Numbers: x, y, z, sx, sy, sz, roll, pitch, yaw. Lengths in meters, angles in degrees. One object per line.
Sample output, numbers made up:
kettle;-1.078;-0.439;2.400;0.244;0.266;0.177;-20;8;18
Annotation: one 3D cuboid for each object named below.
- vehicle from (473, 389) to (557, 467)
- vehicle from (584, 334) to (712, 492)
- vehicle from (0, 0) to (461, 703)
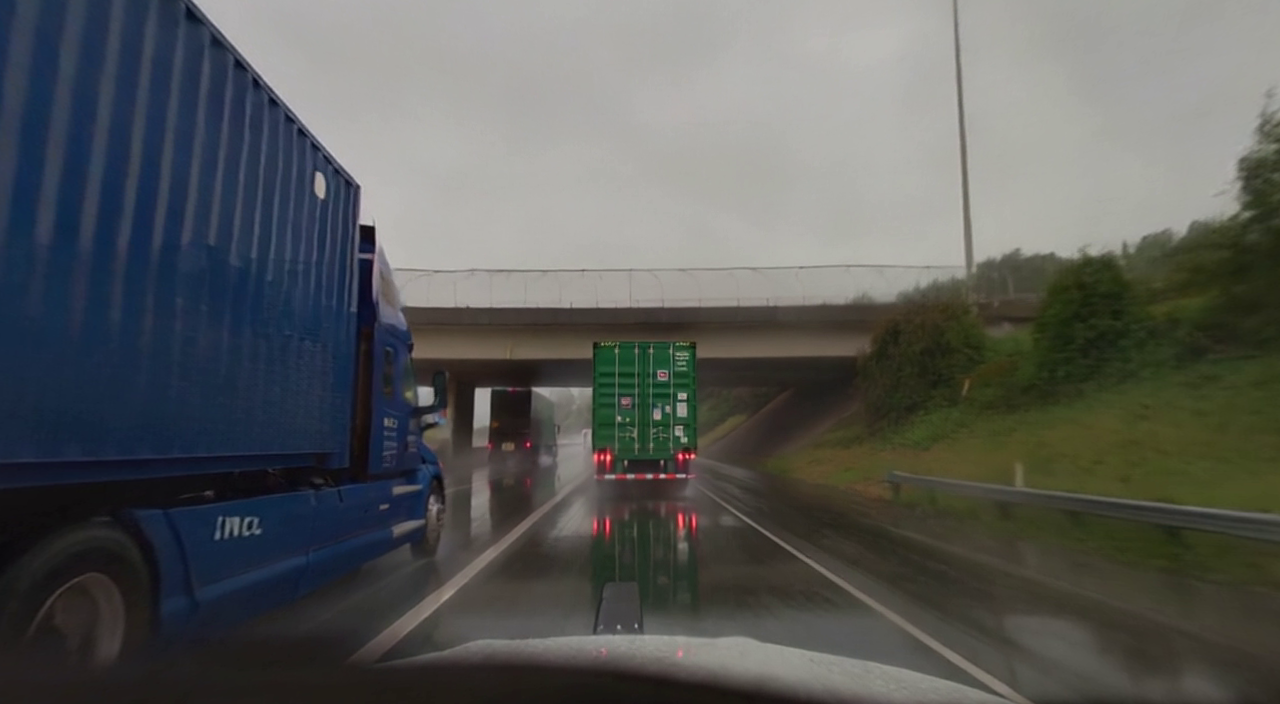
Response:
vehicle;-7.418;4.912;39.680;3.023;4.139;11.860;0;-9;-1
vehicle;0.066;2.140;20.627;3.357;4.212;7.519;0;-9;-2
vehicle;-3.508;-0.149;3.210;3.187;3.949;6.963;0;-9;-1
